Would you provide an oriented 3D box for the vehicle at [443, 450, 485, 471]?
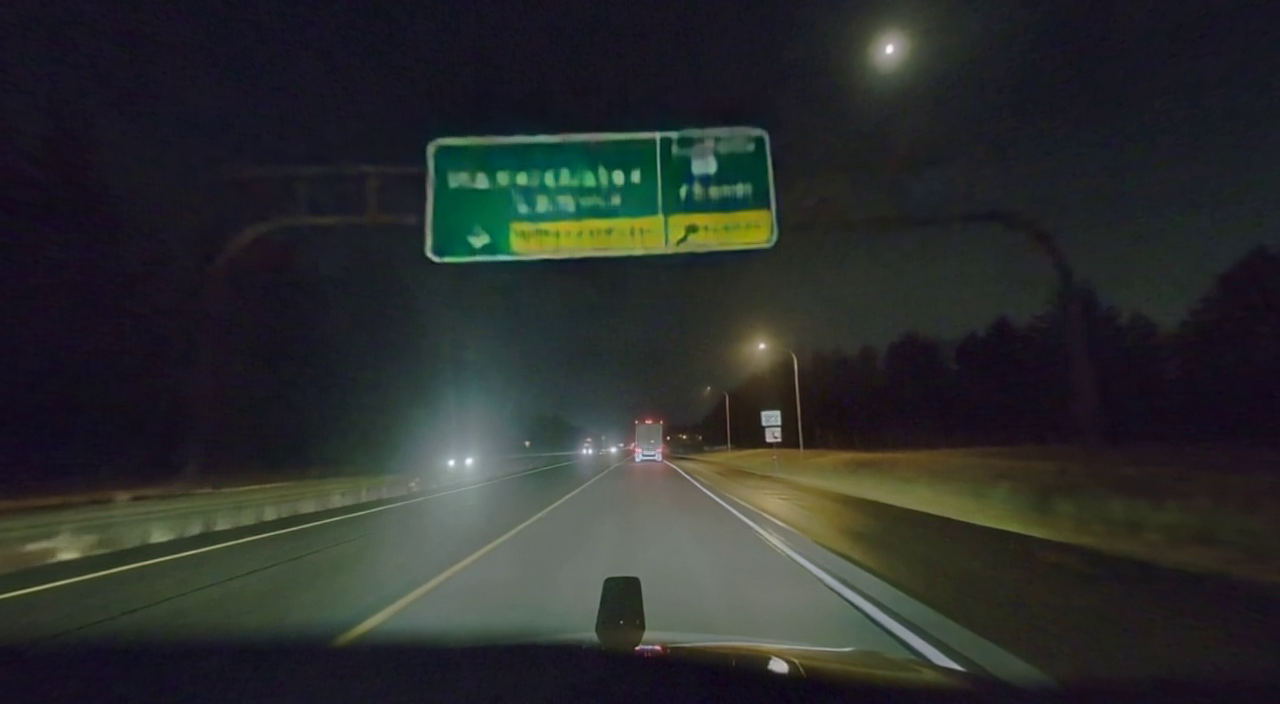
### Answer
[{"bbox_3d":[-13.023,8.027,46.854,1.833,1.431,4.206,0,-9,1],"label":"vehicle"}]
